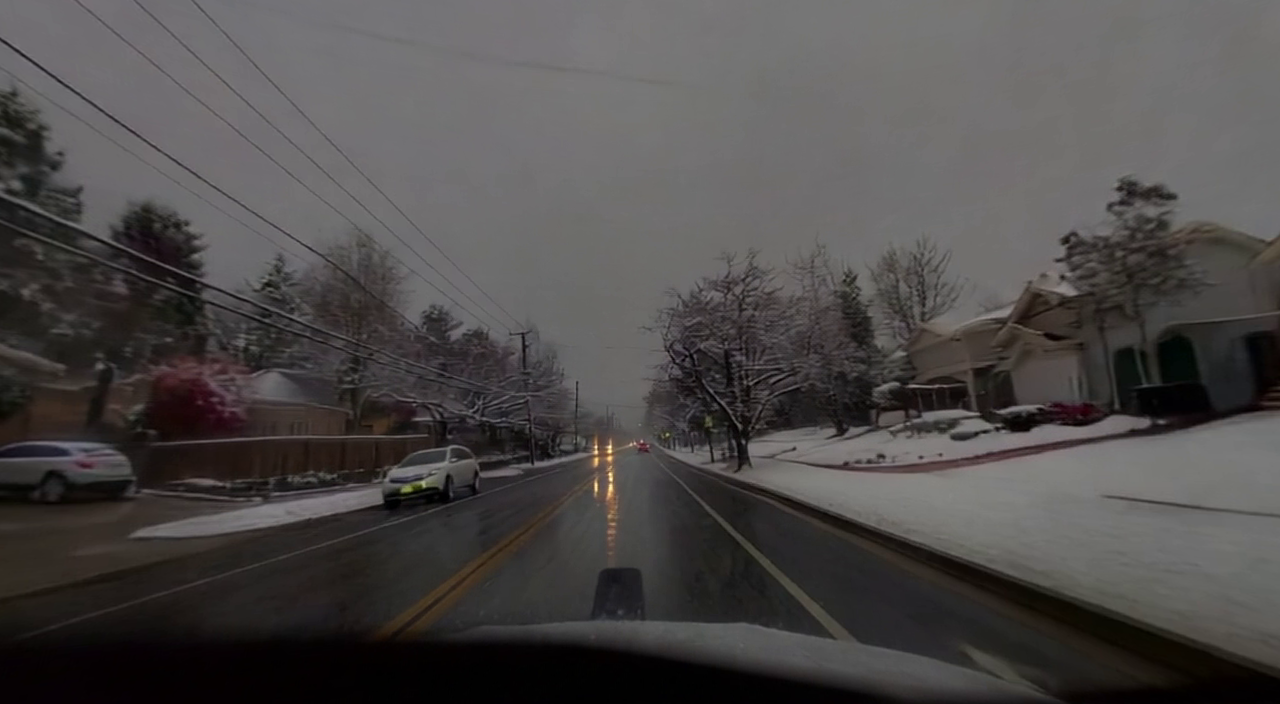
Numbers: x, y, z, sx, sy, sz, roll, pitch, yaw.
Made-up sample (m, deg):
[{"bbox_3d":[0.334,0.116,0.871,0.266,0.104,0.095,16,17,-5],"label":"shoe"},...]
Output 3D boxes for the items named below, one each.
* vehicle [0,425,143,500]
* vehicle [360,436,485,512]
[{"bbox_3d":[-15.661,2.767,16.002,4.735,1.712,1.992,-2,-9,9],"label":"vehicle"},{"bbox_3d":[-6.592,3.734,19.834,2.176,1.885,5.174,-4,-9,-2],"label":"vehicle"}]
